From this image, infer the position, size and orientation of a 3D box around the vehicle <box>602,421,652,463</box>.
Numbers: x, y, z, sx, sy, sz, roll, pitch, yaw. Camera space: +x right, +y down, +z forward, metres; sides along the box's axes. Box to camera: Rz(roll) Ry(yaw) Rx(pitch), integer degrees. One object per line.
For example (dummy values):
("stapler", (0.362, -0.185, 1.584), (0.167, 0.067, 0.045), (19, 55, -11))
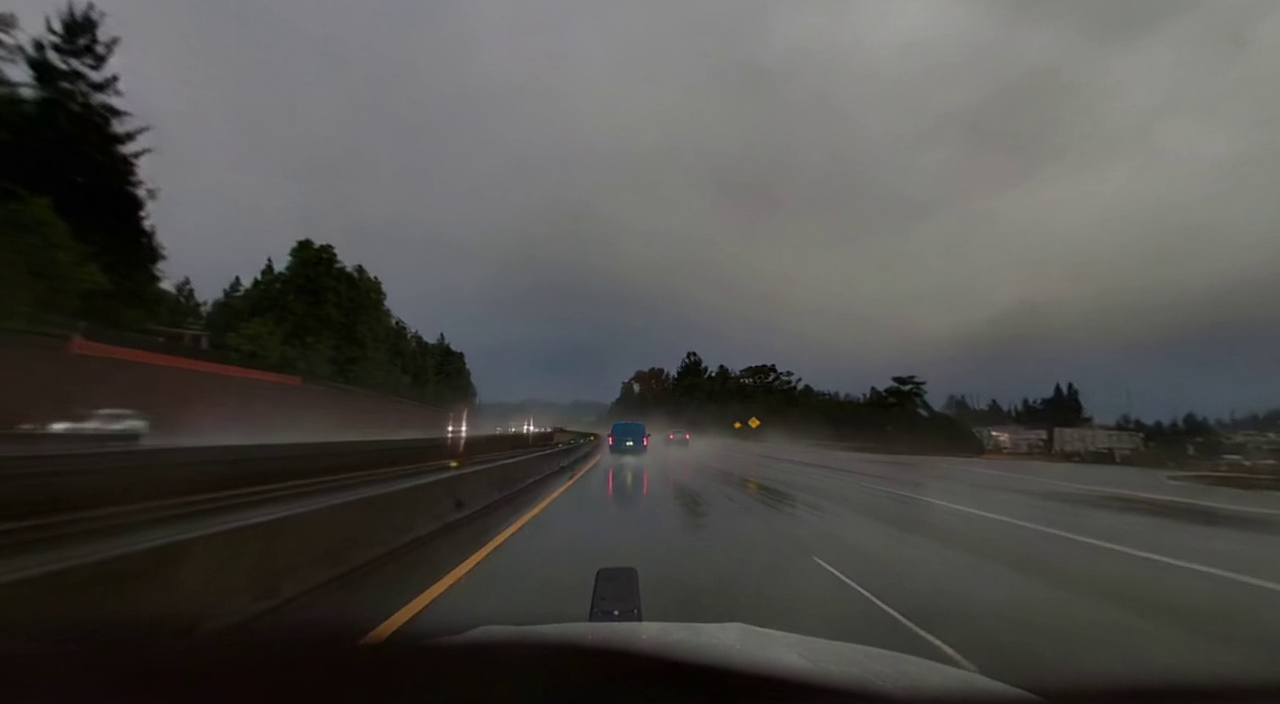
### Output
("vehicle", (-0.742, 4.687, 32.859), (2.403, 1.994, 4.683), (0, -8, -3))

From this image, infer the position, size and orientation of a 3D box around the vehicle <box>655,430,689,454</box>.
("vehicle", (2.265, 6.504, 45.595), (1.996, 1.589, 3.715), (0, -8, -4))

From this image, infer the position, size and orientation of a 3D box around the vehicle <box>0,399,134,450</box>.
("vehicle", (-19.444, 2.443, 20.937), (1.966, 1.528, 3.953), (0, -8, -1))
